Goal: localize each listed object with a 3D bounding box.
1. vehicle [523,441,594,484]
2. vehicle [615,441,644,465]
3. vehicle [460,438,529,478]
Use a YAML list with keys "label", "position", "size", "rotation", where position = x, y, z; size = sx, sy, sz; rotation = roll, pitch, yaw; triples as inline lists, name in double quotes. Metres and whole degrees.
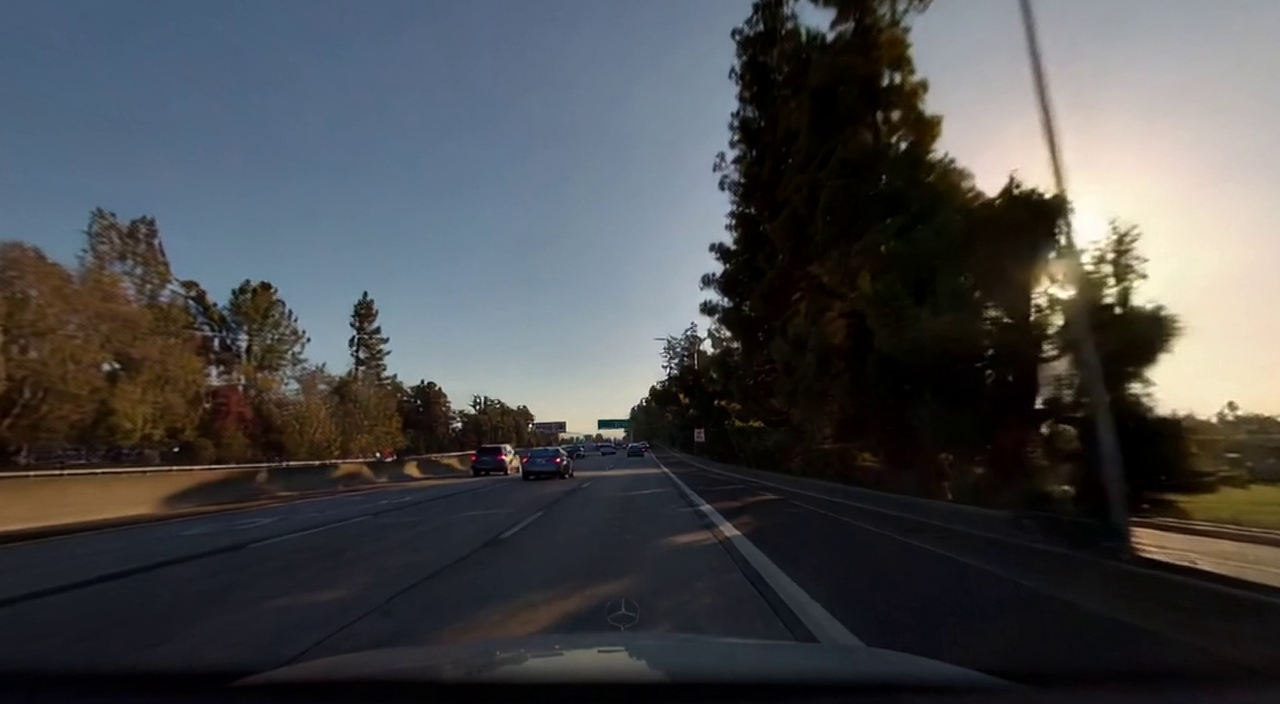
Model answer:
- label: "vehicle"
  position: [-3.201, 4.465, 25.834]
  size: [2.102, 1.562, 4.884]
  rotation: [-1, -9, 2]
- label: "vehicle"
  position: [-0.772, 7.764, 48.791]
  size: [2.179, 1.742, 4.396]
  rotation: [0, -9, 0]
- label: "vehicle"
  position: [-6.962, 5.111, 30.707]
  size: [2.091, 1.795, 4.617]
  rotation: [-1, -9, 2]
